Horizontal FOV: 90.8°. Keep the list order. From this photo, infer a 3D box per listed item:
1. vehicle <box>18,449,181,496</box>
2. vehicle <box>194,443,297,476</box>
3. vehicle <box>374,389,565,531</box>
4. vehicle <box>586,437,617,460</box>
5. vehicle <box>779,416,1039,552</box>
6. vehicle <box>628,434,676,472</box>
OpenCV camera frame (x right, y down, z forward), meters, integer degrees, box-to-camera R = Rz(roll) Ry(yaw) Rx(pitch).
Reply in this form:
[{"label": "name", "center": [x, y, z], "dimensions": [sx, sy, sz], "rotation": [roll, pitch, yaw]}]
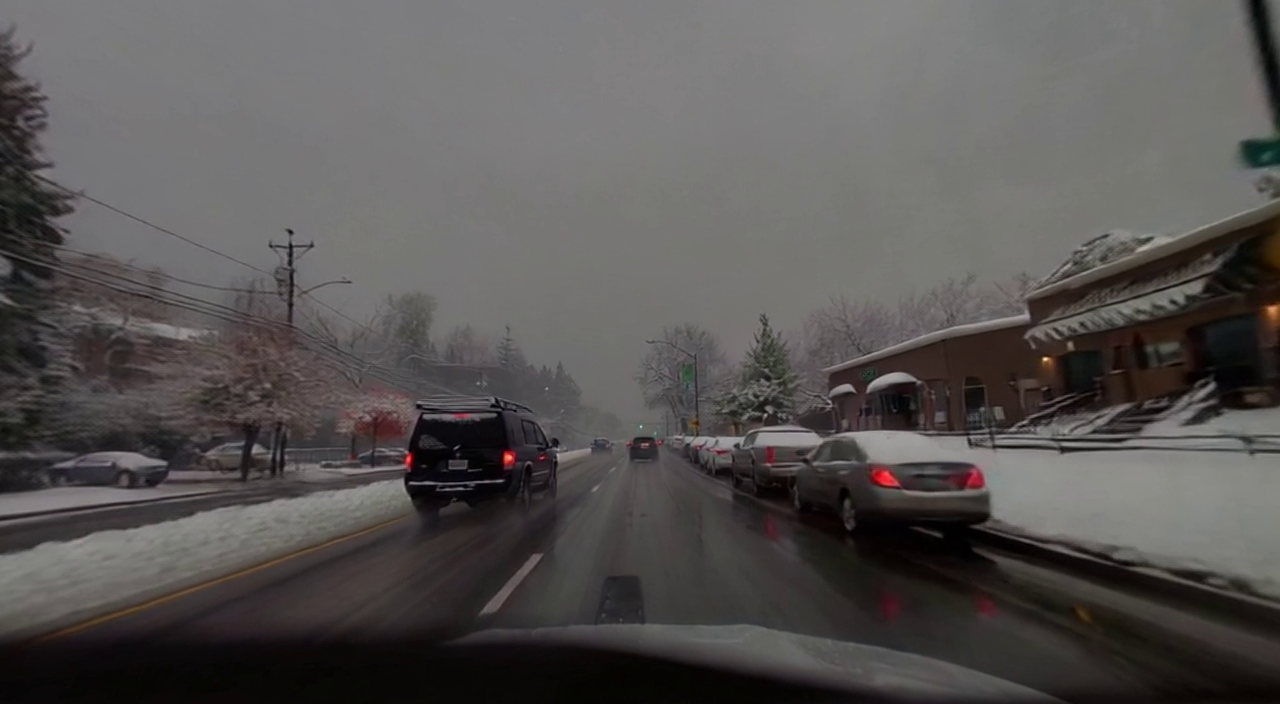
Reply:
[{"label": "vehicle", "center": [-23.047, 5.117, 27.097], "dimensions": [5.075, 1.581, 2.063], "rotation": [-3, -8, -2]}, {"label": "vehicle", "center": [-23.977, 6.519, 38.517], "dimensions": [4.791, 1.928, 2.144], "rotation": [0, -8, 0]}, {"label": "vehicle", "center": [-2.876, 2.003, 12.155], "dimensions": [2.213, 2.123, 5.124], "rotation": [0, -8, 0]}, {"label": "vehicle", "center": [-2.913, 7.330, 48.053], "dimensions": [2.028, 1.689, 4.162], "rotation": [0, -8, 1]}, {"label": "vehicle", "center": [3.825, 1.964, 10.174], "dimensions": [1.947, 1.646, 4.782], "rotation": [0, -8, -2]}, {"label": "vehicle", "center": [0.524, 4.818, 30.309], "dimensions": [2.126, 1.657, 4.132], "rotation": [0, -8, -1]}]
